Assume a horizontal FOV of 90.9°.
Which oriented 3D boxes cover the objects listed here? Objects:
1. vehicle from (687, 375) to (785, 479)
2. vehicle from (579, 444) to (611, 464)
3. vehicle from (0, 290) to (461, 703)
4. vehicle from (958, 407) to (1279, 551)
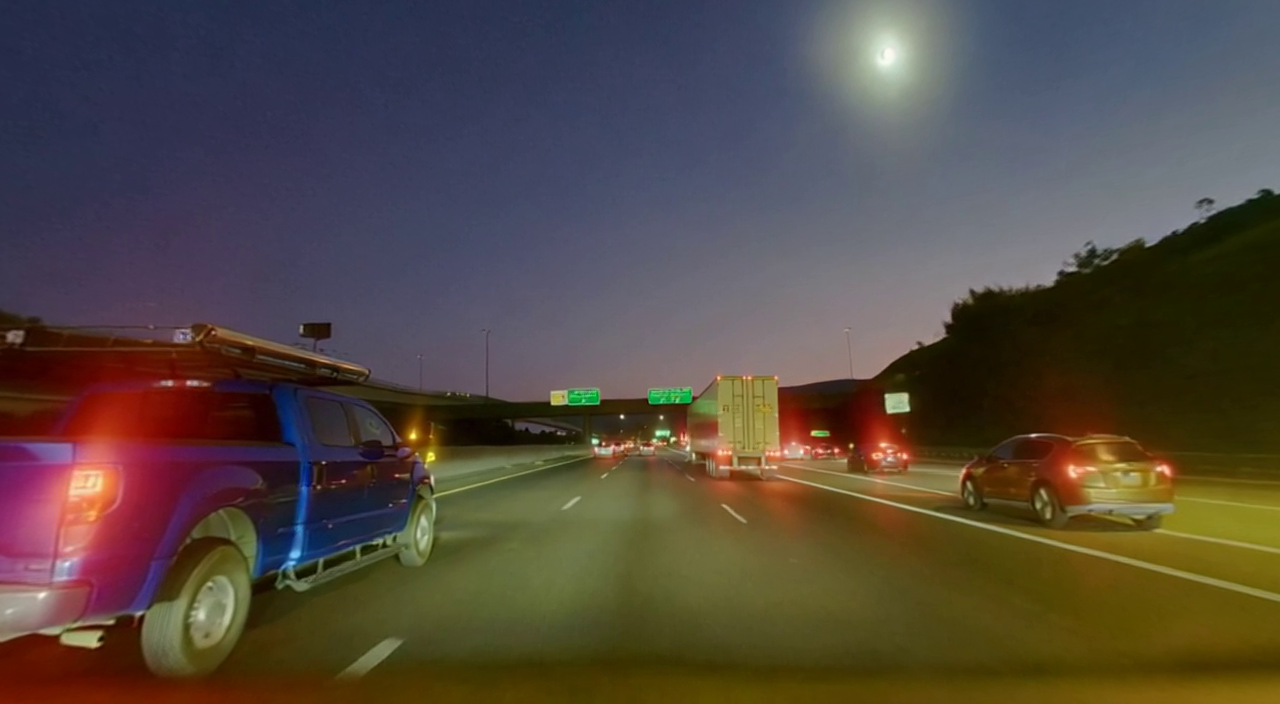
[{"bbox_3d":[4.228,3.880,31.210,2.885,4.036,12.891,0,-8,0],"label":"vehicle"},{"bbox_3d":[-3.336,7.669,47.730,2.077,1.446,4.106,0,-8,0],"label":"vehicle"},{"bbox_3d":[-3.873,1.202,5.797,2.599,2.054,6.288,0,-8,0],"label":"vehicle"},{"bbox_3d":[7.209,1.852,9.889,1.999,1.700,4.640,0,-8,0],"label":"vehicle"}]
